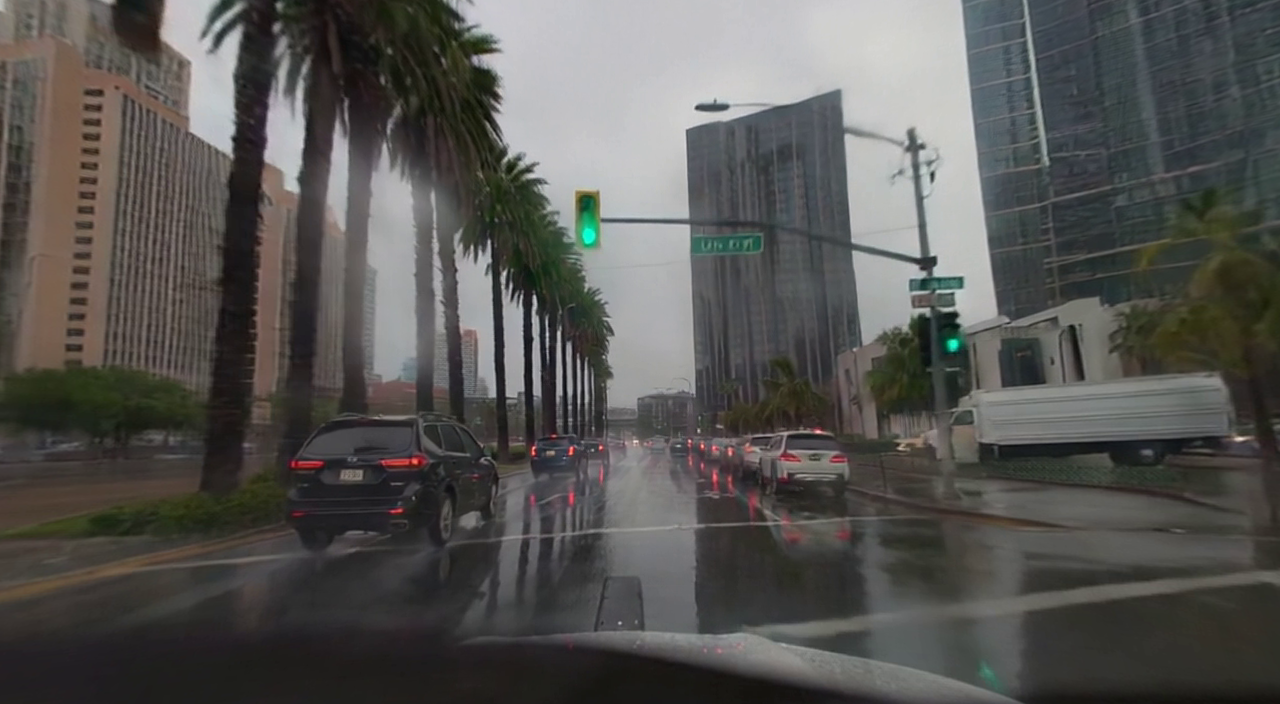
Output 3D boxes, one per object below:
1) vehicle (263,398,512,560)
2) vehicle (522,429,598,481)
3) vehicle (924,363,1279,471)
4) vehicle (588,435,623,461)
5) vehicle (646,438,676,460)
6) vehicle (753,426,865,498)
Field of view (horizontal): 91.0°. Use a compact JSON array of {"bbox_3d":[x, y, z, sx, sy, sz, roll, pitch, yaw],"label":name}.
[{"bbox_3d":[-3.270,1.734,9.233,1.800,1.797,4.224,0,-8,1],"label":"vehicle"},{"bbox_3d":[-2.821,3.768,23.245,2.014,1.740,4.392,0,-8,2],"label":"vehicle"},{"bbox_3d":[17.073,2.781,24.413,10.428,3.452,2.869,-8,-11,39],"label":"vehicle"},{"bbox_3d":[-2.292,6.553,42.932,1.955,1.637,4.243,0,-8,3],"label":"vehicle"},{"bbox_3d":[1.441,6.831,44.213,2.036,1.461,3.890,0,-8,1],"label":"vehicle"},{"bbox_3d":[4.515,3.014,17.653,1.965,1.735,4.835,0,-8,2],"label":"vehicle"}]
